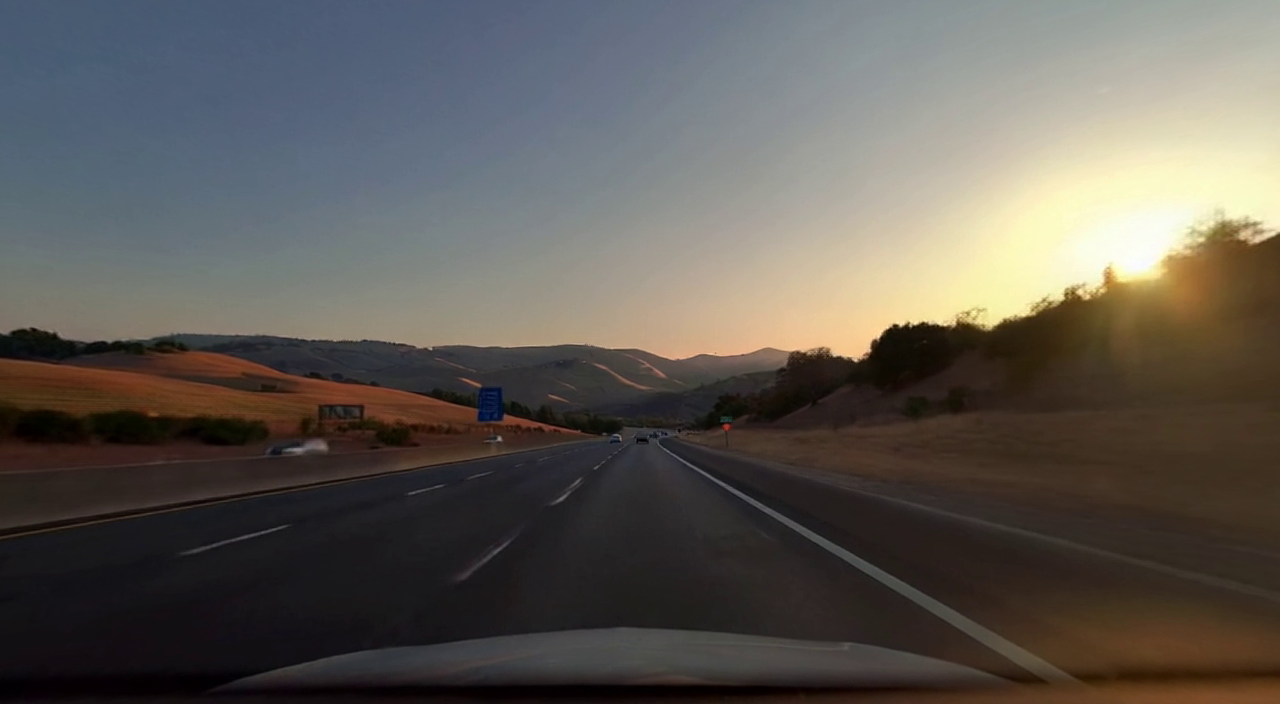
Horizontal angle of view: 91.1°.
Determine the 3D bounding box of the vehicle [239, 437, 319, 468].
[{"bbox_3d":[-19.524,5.433,34.231,1.841,1.539,4.319,0,-8,0],"label":"vehicle"}]
